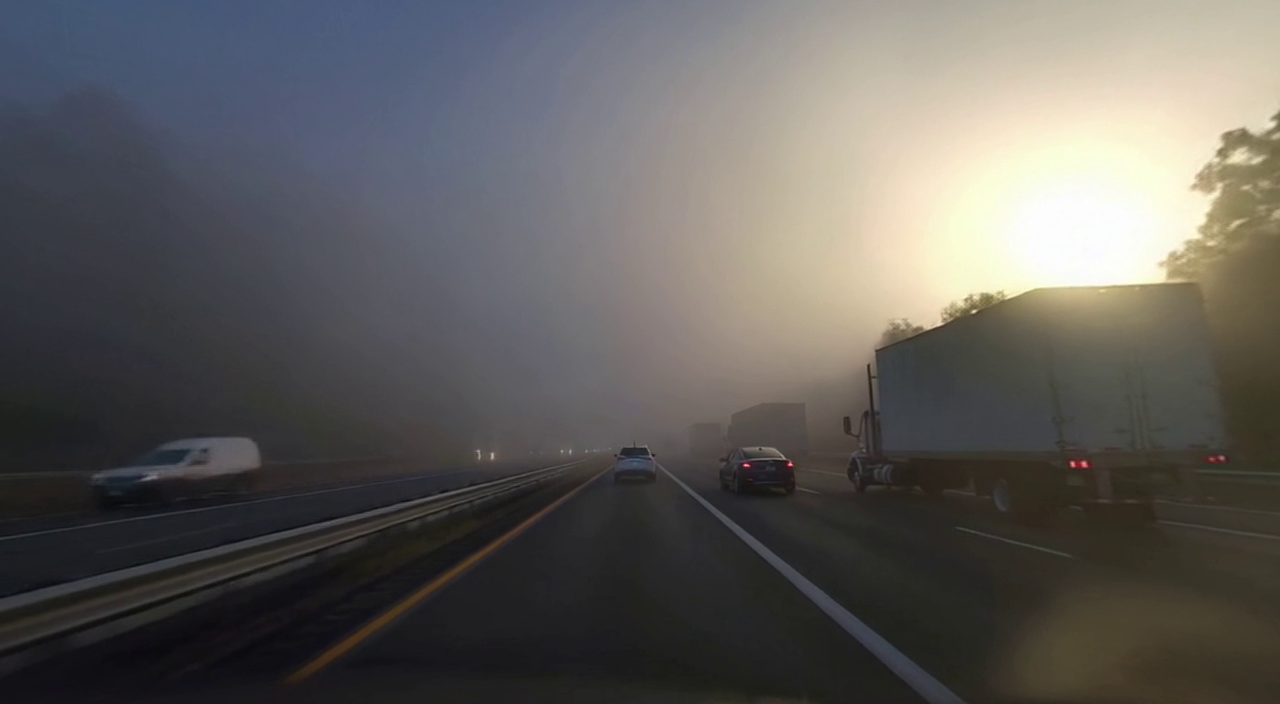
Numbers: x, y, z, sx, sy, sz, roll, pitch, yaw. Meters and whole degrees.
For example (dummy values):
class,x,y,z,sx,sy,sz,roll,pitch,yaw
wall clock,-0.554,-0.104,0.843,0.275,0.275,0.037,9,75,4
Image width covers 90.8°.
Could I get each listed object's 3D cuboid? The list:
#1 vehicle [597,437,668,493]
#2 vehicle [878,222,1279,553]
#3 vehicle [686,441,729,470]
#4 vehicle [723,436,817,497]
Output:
class,x,y,z,sx,sy,sz,roll,pitch,yaw
vehicle,-0.207,3.550,20.091,2.023,1.618,3.628,0,-9,0
vehicle,7.606,1.005,11.935,2.823,4.063,8.485,0,-9,0
vehicle,4.134,6.431,39.321,2.150,1.632,4.260,0,-9,0
vehicle,3.704,3.343,18.755,1.920,1.594,3.867,0,-9,-1
